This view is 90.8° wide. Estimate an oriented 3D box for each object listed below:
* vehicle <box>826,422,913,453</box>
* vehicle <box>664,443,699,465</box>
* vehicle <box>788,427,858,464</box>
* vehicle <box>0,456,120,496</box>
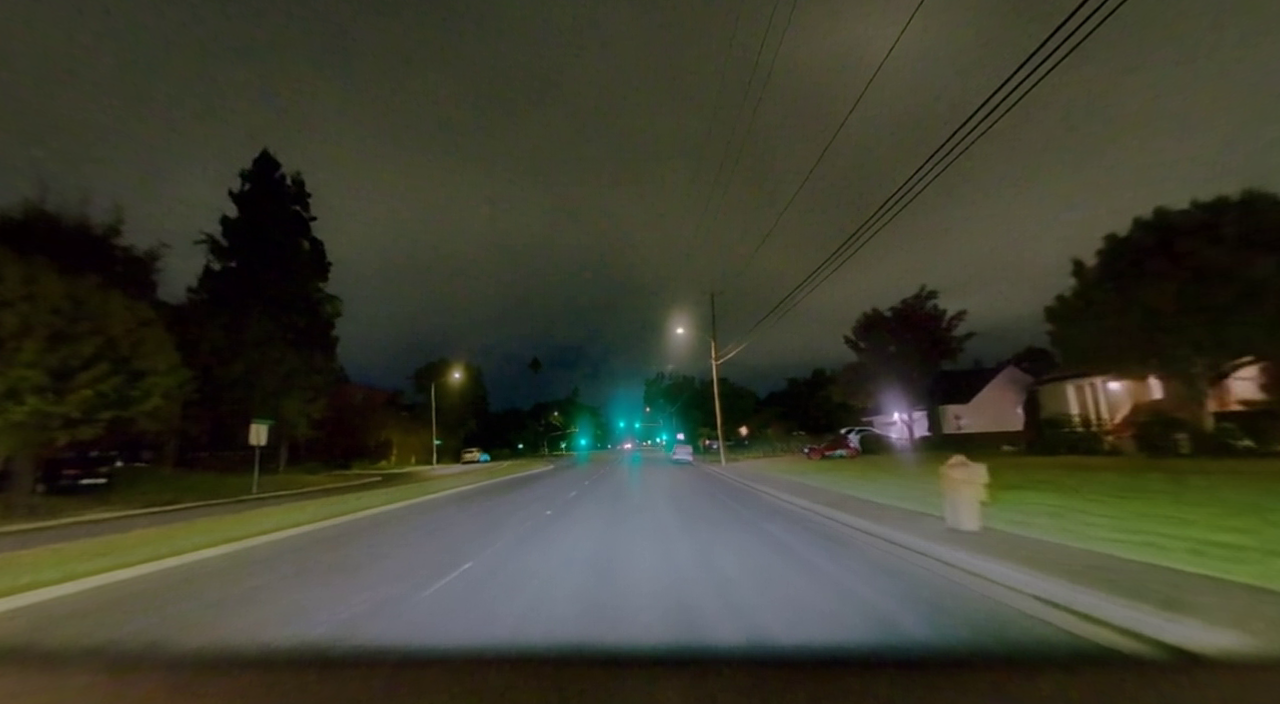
[{"bbox_3d":[14.702,5.511,40.631,4.723,1.883,2.011,0,-8,-2],"label":"vehicle"},{"bbox_3d":[2.956,7.394,46.007,2.037,1.518,4.904,0,-8,-2],"label":"vehicle"},{"bbox_3d":[9.248,4.765,32.427,1.971,1.641,5.191,-4,-8,0],"label":"vehicle"},{"bbox_3d":[-24.008,4.929,25.293,4.595,1.491,1.902,0,-8,0],"label":"vehicle"}]
